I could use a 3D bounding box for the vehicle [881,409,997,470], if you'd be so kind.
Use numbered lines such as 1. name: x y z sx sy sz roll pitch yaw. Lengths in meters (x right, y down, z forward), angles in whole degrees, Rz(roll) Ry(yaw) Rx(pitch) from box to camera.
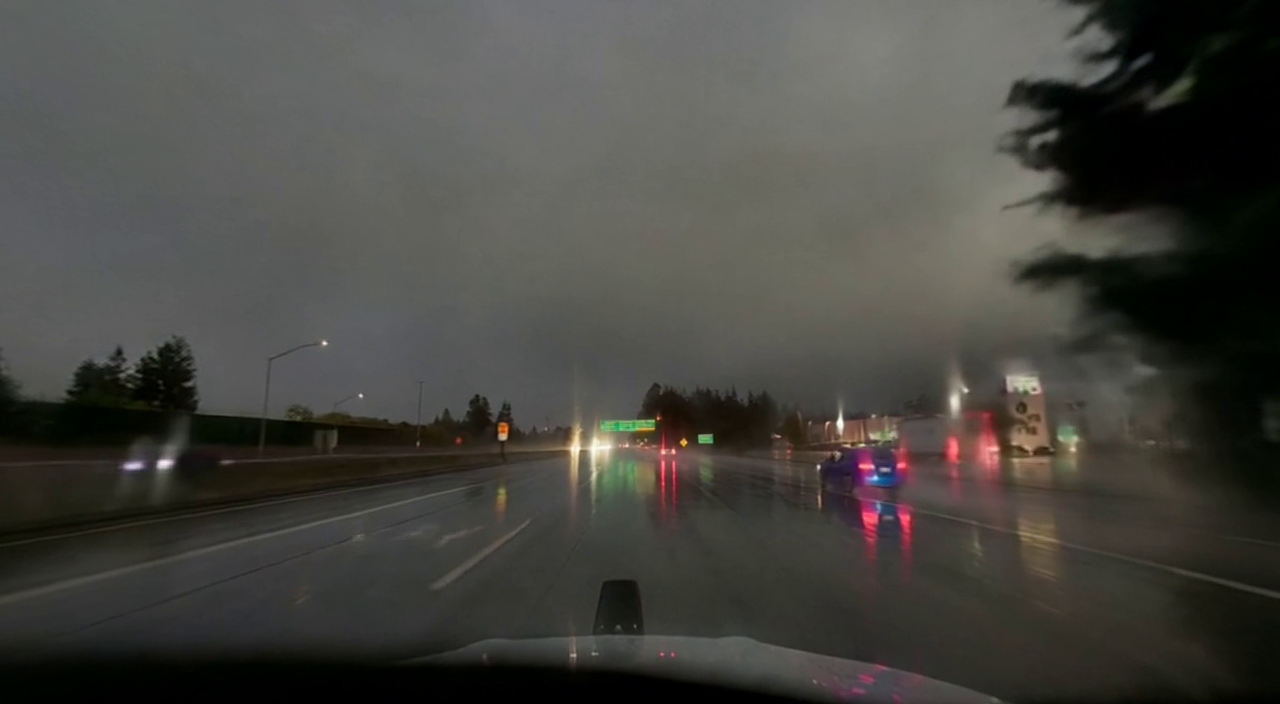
1. vehicle: 20.640 6.241 44.700 2.841 3.731 10.555 0 -9 -1

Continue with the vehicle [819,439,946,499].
1. vehicle: 6.922 3.340 18.639 1.958 1.498 4.447 1 -8 -1

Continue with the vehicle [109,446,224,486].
1. vehicle: -22.840 5.472 30.760 1.961 1.692 4.636 0 -8 1
